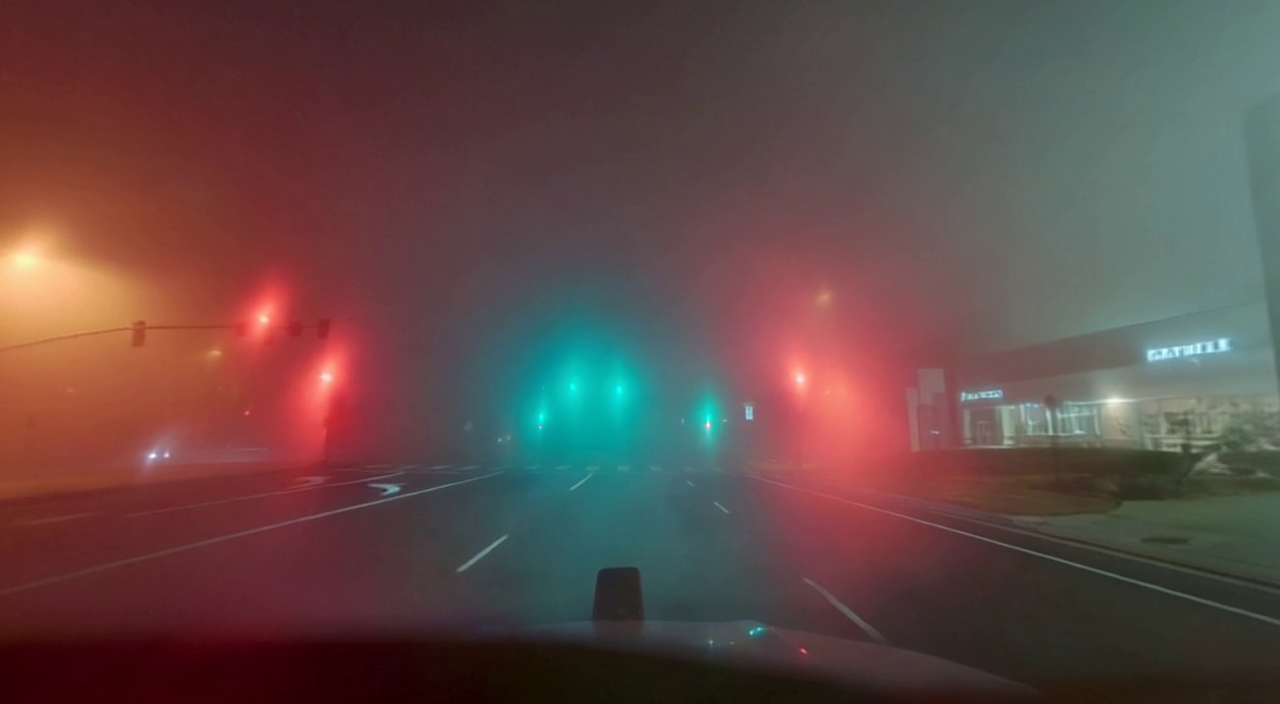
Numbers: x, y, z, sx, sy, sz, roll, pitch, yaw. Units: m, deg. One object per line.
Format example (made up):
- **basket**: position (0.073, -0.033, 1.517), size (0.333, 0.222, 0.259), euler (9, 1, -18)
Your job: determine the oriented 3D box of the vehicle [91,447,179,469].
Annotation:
- **vehicle**: position (-35.528, 7.451, 44.518), size (4.500, 1.465, 1.936), euler (0, -8, 1)
